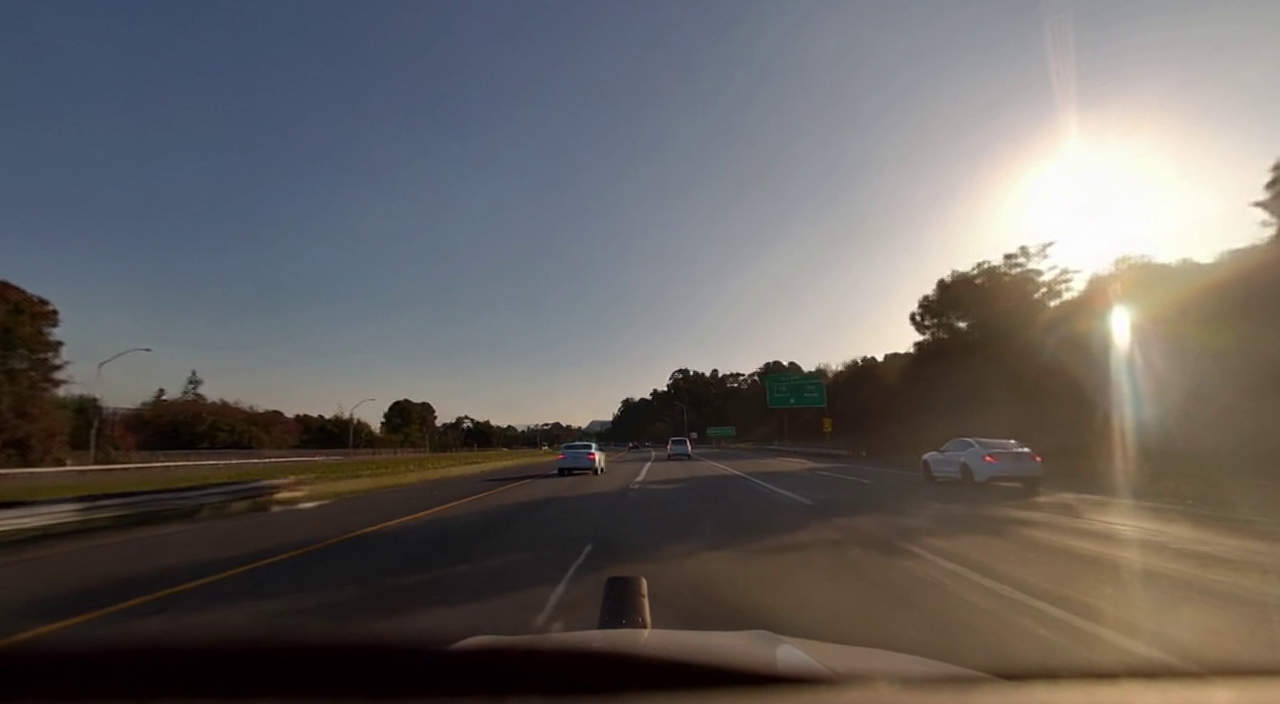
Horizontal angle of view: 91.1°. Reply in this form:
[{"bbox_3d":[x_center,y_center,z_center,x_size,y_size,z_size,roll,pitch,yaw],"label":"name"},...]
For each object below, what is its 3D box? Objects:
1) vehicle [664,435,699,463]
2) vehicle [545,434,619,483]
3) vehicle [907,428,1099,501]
[{"bbox_3d":[2.618,6.220,40.519,2.063,1.698,4.355,0,-8,2],"label":"vehicle"},{"bbox_3d":[-1.936,3.734,22.333,2.050,1.546,4.344,0,-8,2],"label":"vehicle"},{"bbox_3d":[8.662,2.721,15.662,1.870,1.493,5.015,0,-8,1],"label":"vehicle"}]
